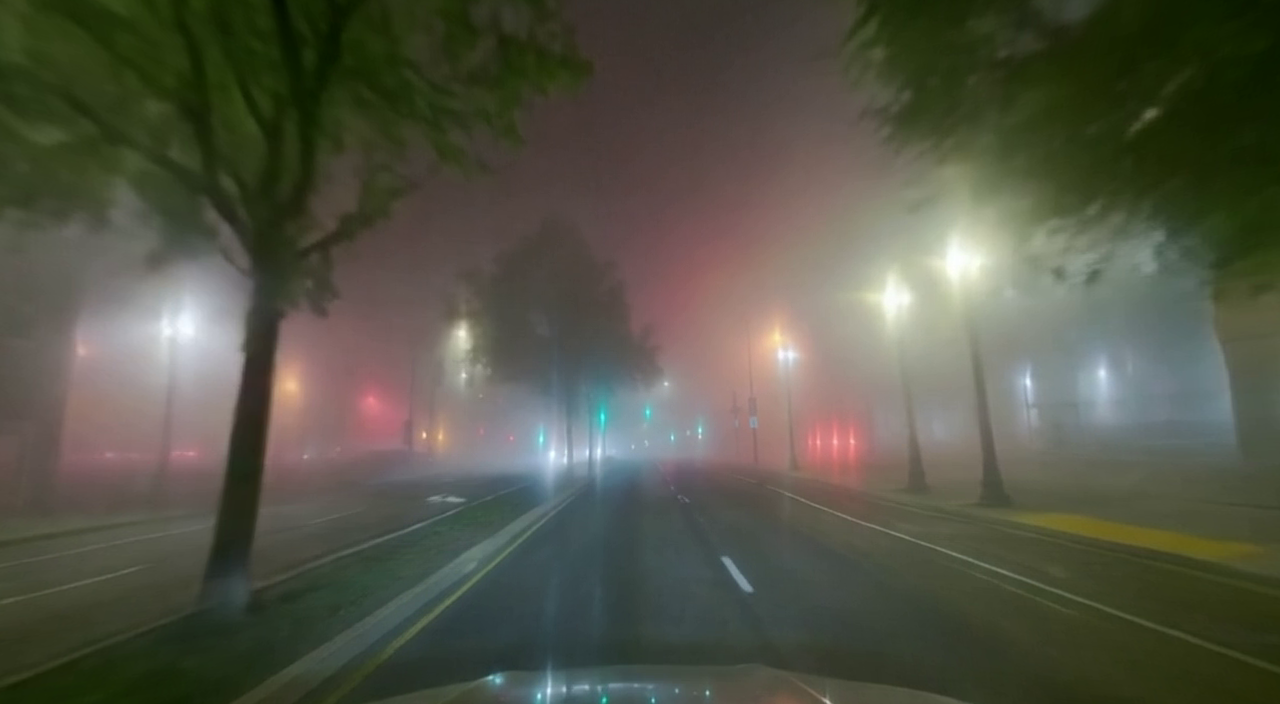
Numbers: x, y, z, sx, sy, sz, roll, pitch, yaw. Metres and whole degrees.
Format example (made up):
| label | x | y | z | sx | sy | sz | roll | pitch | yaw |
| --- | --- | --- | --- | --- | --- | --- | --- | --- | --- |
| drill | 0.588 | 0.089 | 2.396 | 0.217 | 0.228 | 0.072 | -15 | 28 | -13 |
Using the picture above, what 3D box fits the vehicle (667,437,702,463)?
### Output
| label | x | y | z | sx | sy | sz | roll | pitch | yaw |
| --- | --- | --- | --- | --- | --- | --- | --- | --- | --- |
| vehicle | 3.009 | 6.755 | 43.516 | 2.129 | 1.719 | 4.205 | 0 | -8 | 0 |
